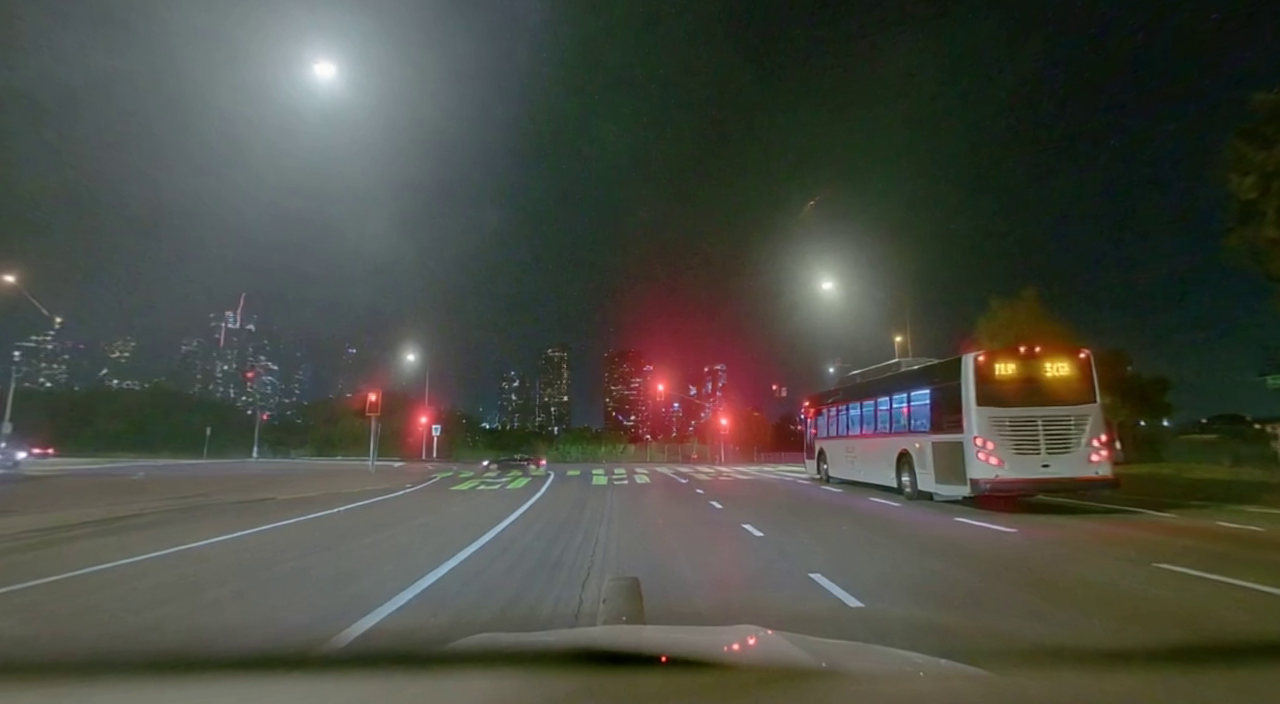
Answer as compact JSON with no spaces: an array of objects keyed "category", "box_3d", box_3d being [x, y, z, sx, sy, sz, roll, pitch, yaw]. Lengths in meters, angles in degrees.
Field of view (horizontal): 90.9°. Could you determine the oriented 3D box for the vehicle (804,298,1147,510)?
[{"category":"vehicle","box_3d":[8.027,1.918,18.619,2.916,4.009,13.397,0,-8,1]}]
